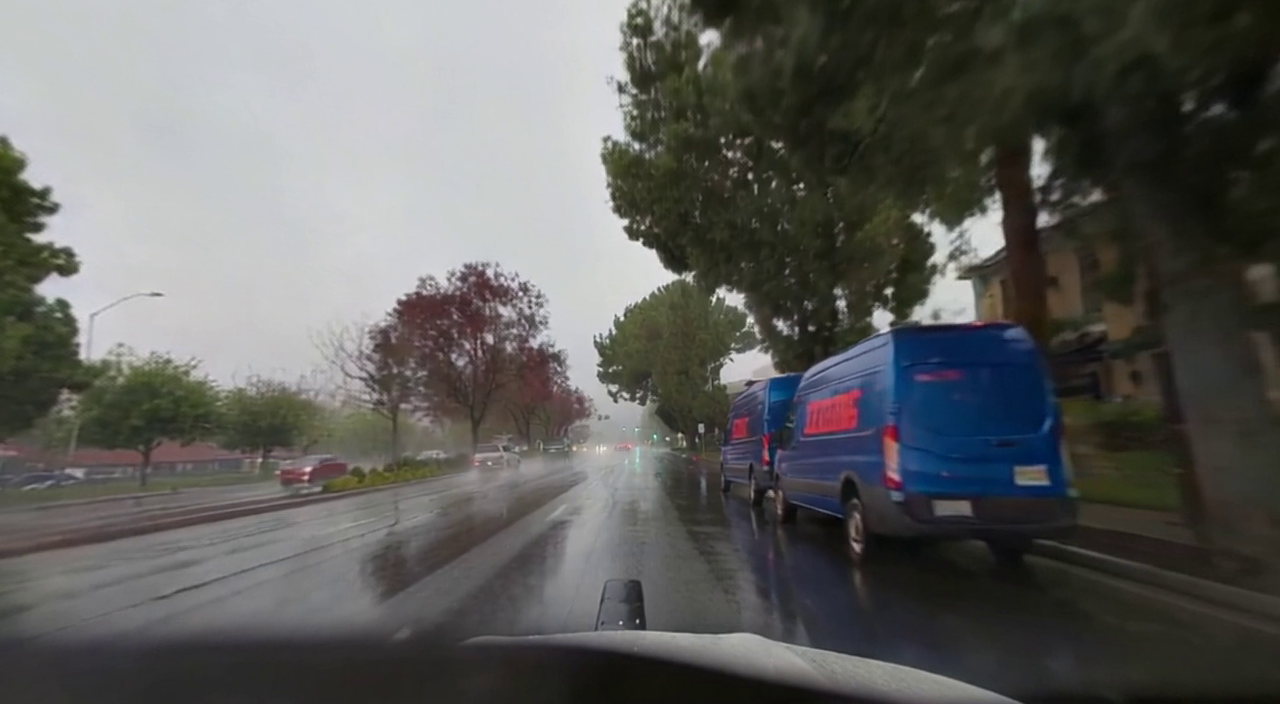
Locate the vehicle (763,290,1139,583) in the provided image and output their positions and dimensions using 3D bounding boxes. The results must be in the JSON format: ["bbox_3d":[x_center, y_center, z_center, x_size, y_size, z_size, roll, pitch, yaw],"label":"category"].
[{"bbox_3d":[3.626,1.185,8.902,2.791,3.026,4.668,0,-9,0],"label":"vehicle"}]

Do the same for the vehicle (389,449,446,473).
[{"bbox_3d":[-14.726,7.253,42.148,2.031,1.466,4.592,0,-9,1],"label":"vehicle"}]

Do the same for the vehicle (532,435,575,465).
[{"bbox_3d":[-6.299,7.280,46.979,2.332,2.039,5.678,0,-9,1],"label":"vehicle"}]

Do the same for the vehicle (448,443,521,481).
[{"bbox_3d":[-6.546,4.685,27.123,1.970,1.456,4.441,0,-9,1],"label":"vehicle"}]

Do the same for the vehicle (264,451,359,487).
[{"bbox_3d":[-14.909,5.305,28.978,1.842,1.472,4.639,0,-9,0],"label":"vehicle"}]
